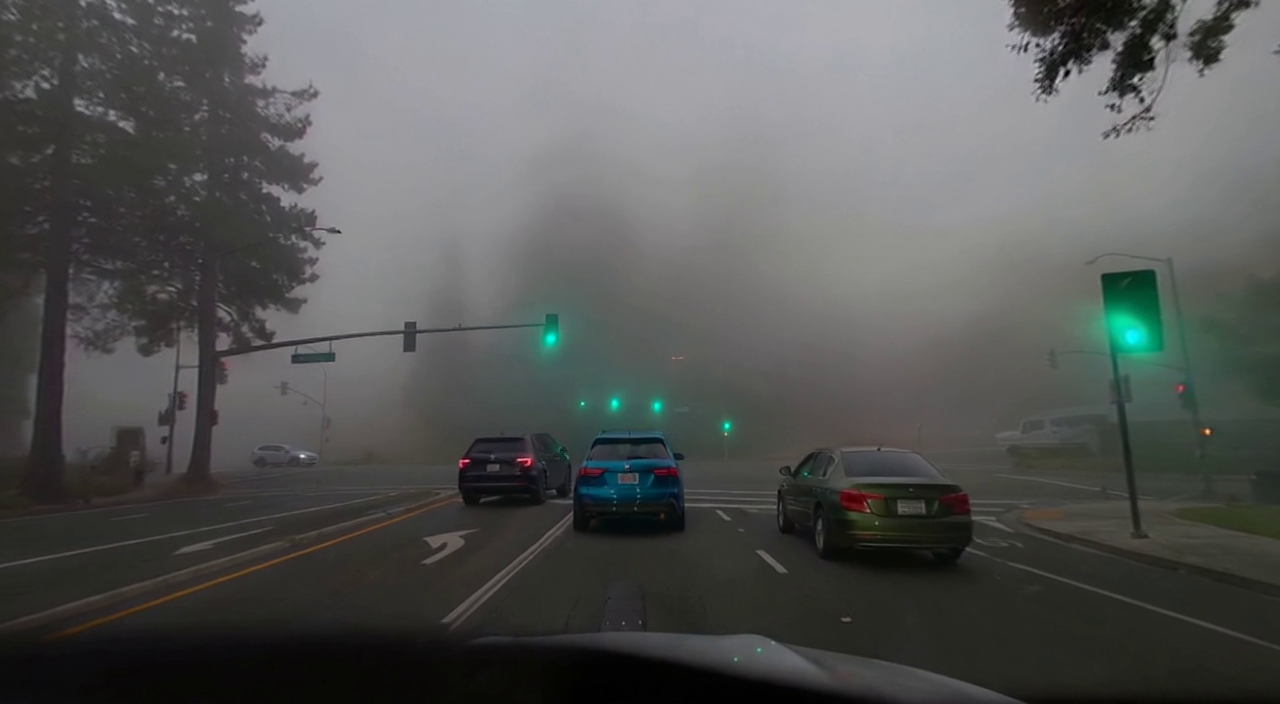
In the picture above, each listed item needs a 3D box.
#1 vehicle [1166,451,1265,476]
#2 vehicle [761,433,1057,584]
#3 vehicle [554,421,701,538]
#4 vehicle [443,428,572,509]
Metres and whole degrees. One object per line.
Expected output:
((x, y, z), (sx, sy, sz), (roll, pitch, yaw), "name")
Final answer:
((40.424, 7.826, 44.205), (4.705, 1.631, 2.053), (-1, -8, 5), "vehicle")
((3.081, 1.877, 8.483), (2.056, 1.468, 4.520), (0, -8, 1), "vehicle")
((-0.171, 2.151, 11.206), (2.108, 1.654, 4.235), (0, -8, 0), "vehicle")
((-2.944, 2.689, 14.922), (1.987, 1.633, 4.005), (0, -8, 3), "vehicle")
